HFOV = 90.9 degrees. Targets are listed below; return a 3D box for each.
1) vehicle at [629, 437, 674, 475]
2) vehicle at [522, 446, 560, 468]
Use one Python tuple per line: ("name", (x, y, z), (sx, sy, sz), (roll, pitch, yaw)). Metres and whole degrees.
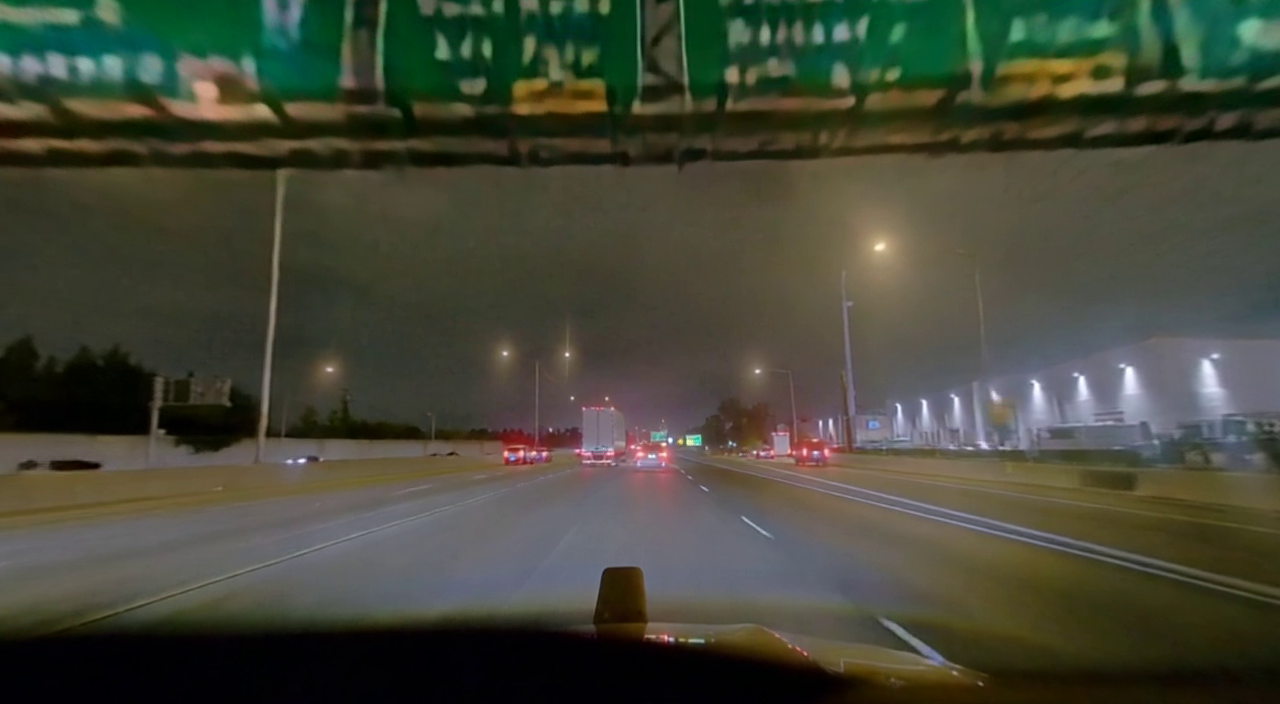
("vehicle", (0.601, 5.560, 33.933), (2.279, 1.837, 4.747), (0, -8, 1))
("vehicle", (-7.015, 7.439, 44.983), (1.945, 1.482, 4.109), (0, -8, 1))
